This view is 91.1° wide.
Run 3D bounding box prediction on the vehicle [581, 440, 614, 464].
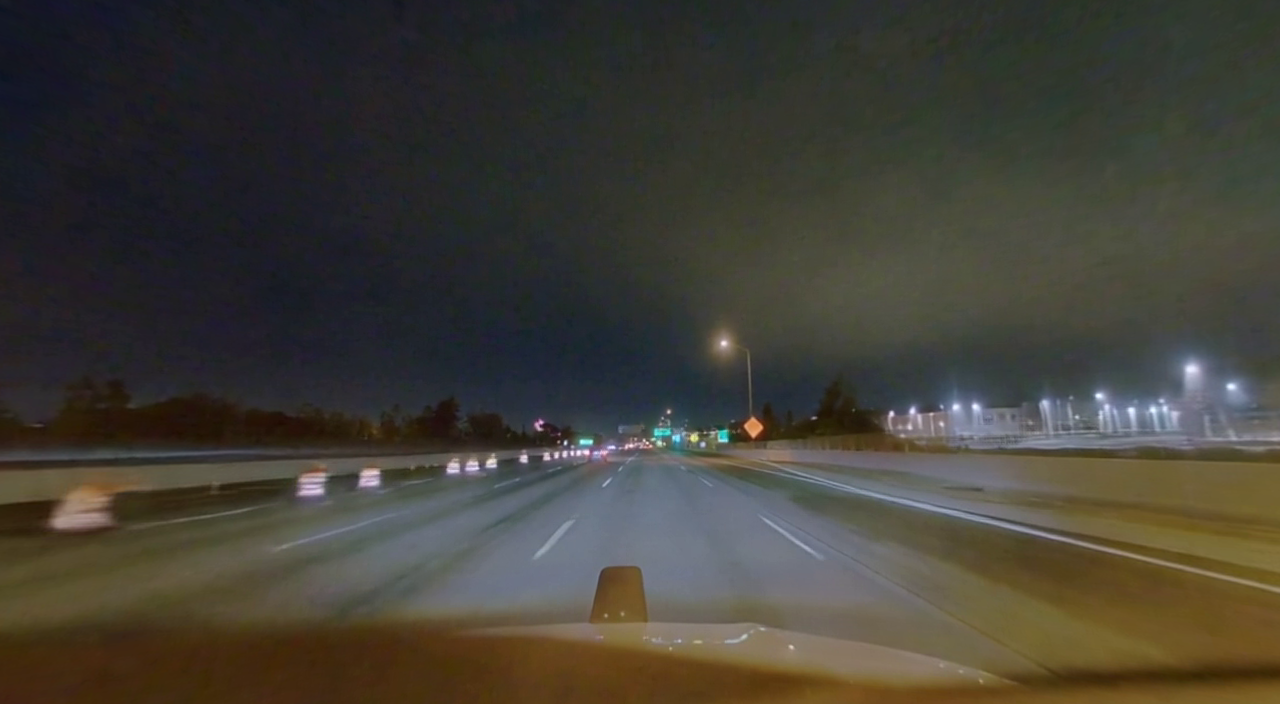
[{"bbox_3d":[-3.036,7.224,45.331,2.078,1.629,4.059,-1,-9,1],"label":"vehicle"}]
